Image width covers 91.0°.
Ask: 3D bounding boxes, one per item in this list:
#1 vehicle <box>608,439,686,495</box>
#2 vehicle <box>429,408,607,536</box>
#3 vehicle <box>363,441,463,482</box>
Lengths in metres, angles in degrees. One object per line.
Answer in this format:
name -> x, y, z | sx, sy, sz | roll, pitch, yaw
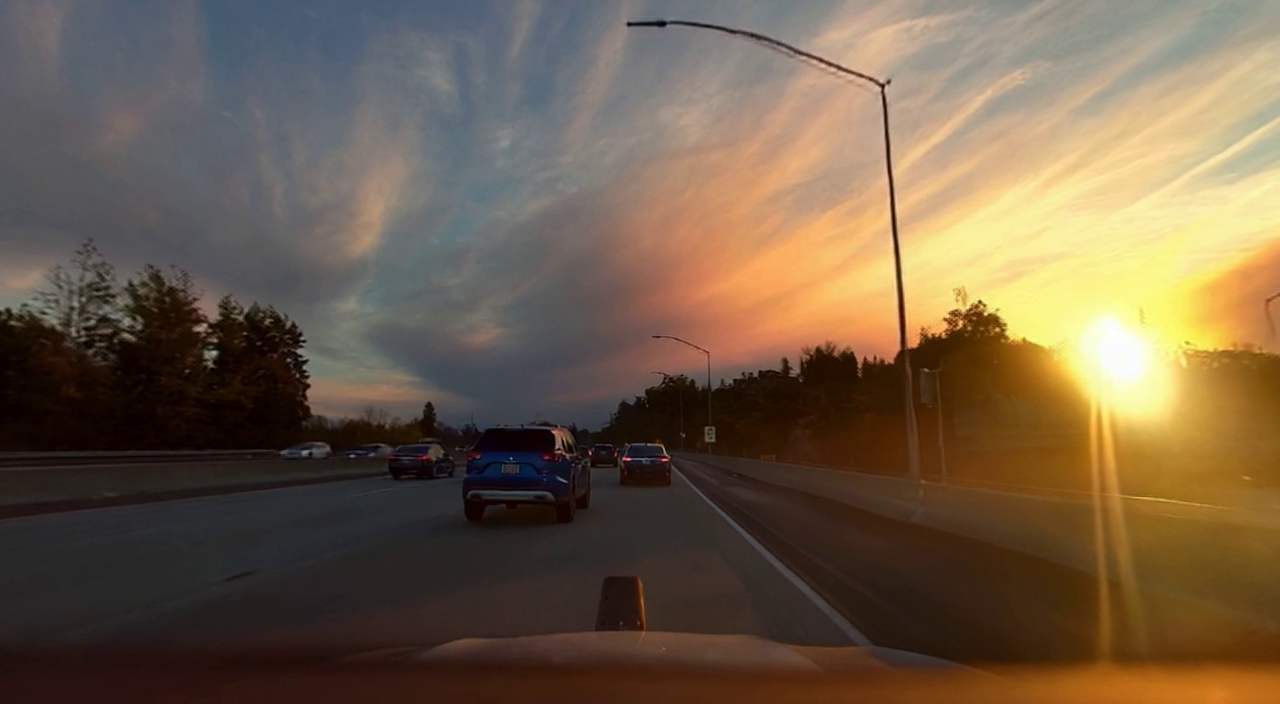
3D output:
vehicle -> 0.237, 3.406, 18.953 | 2.068, 1.488, 4.045 | 0, -9, 2
vehicle -> -1.837, 2.011, 11.026 | 2.123, 1.798, 4.108 | 0, -9, 3
vehicle -> -8.960, 4.356, 25.367 | 2.126, 1.480, 4.589 | 0, -9, 3
